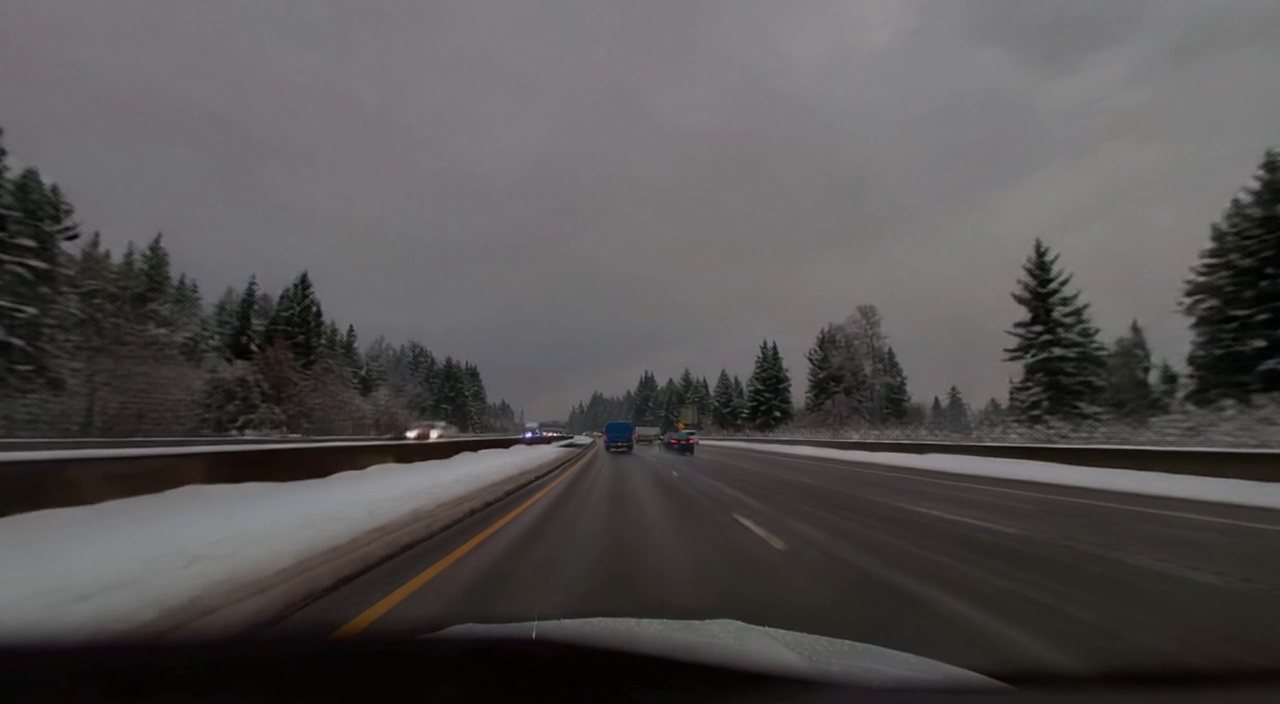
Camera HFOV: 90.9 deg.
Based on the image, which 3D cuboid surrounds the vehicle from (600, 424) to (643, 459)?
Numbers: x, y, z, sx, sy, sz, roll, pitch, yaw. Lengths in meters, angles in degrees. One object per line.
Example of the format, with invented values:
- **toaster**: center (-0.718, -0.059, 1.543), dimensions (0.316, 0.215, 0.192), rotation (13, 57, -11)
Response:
- **vehicle**: center (-1.120, 5.387, 38.047), dimensions (2.403, 1.994, 4.683), rotation (0, -8, -2)

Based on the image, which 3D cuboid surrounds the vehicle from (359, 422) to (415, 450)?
- **vehicle**: center (-14.799, 4.947, 37.045), dimensions (1.784, 1.504, 3.781), rotation (0, -8, -1)

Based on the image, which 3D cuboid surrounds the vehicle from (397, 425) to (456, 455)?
- **vehicle**: center (-11.326, 4.721, 33.746), dimensions (1.780, 1.455, 4.310), rotation (-1, -8, -1)

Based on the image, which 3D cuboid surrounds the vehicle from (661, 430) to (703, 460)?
- **vehicle**: center (2.384, 5.403, 36.776), dimensions (1.996, 1.589, 3.715), rotation (0, -8, -3)
